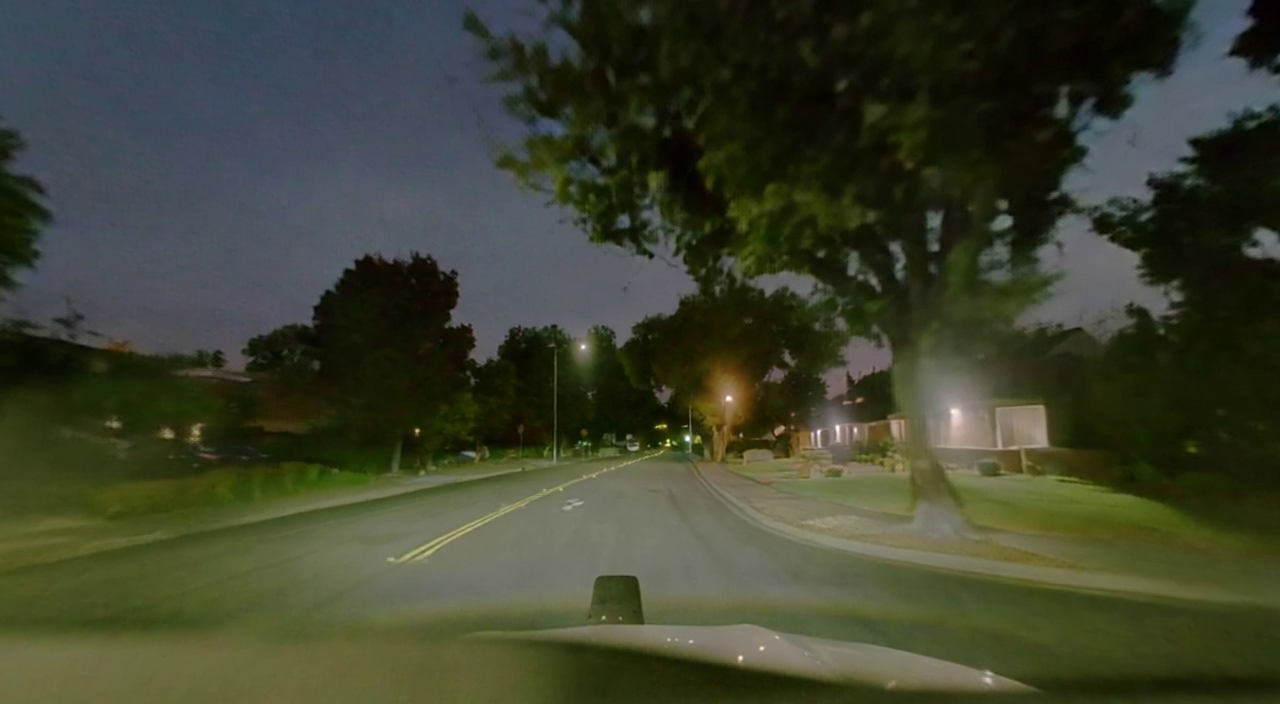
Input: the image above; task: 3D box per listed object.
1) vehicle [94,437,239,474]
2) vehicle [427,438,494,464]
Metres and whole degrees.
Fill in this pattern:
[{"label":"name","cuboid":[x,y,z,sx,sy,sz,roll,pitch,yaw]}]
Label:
[{"label":"vehicle","cuboid":[-19.683,4.341,26.503,4.373,1.464,1.917,2,-11,-17]},{"label":"vehicle","cuboid":[-12.942,7.170,45.774,4.370,1.761,1.901,1,-9,-5]}]
